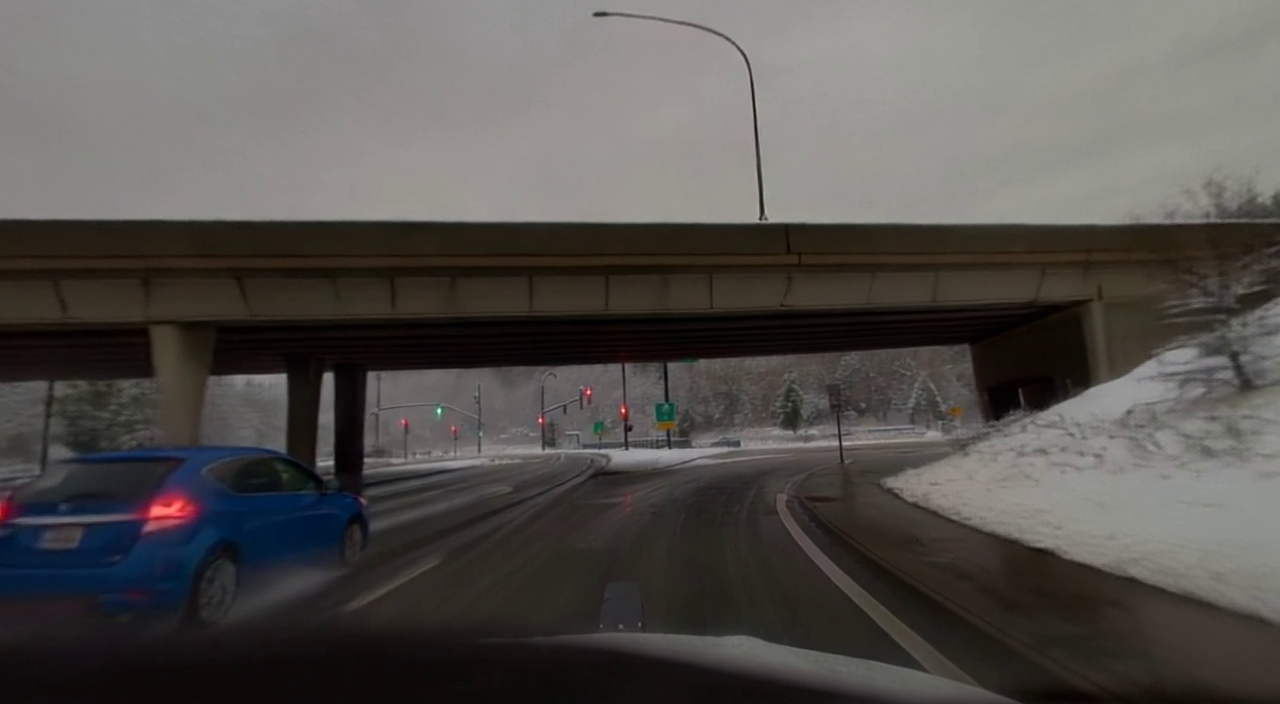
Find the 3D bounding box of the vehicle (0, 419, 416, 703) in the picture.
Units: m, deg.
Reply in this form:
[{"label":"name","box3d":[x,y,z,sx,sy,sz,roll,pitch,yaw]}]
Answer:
[{"label":"vehicle","box3d":[-3.789,1.448,5.632,1.963,1.460,4.614,0,-9,-1]}]
